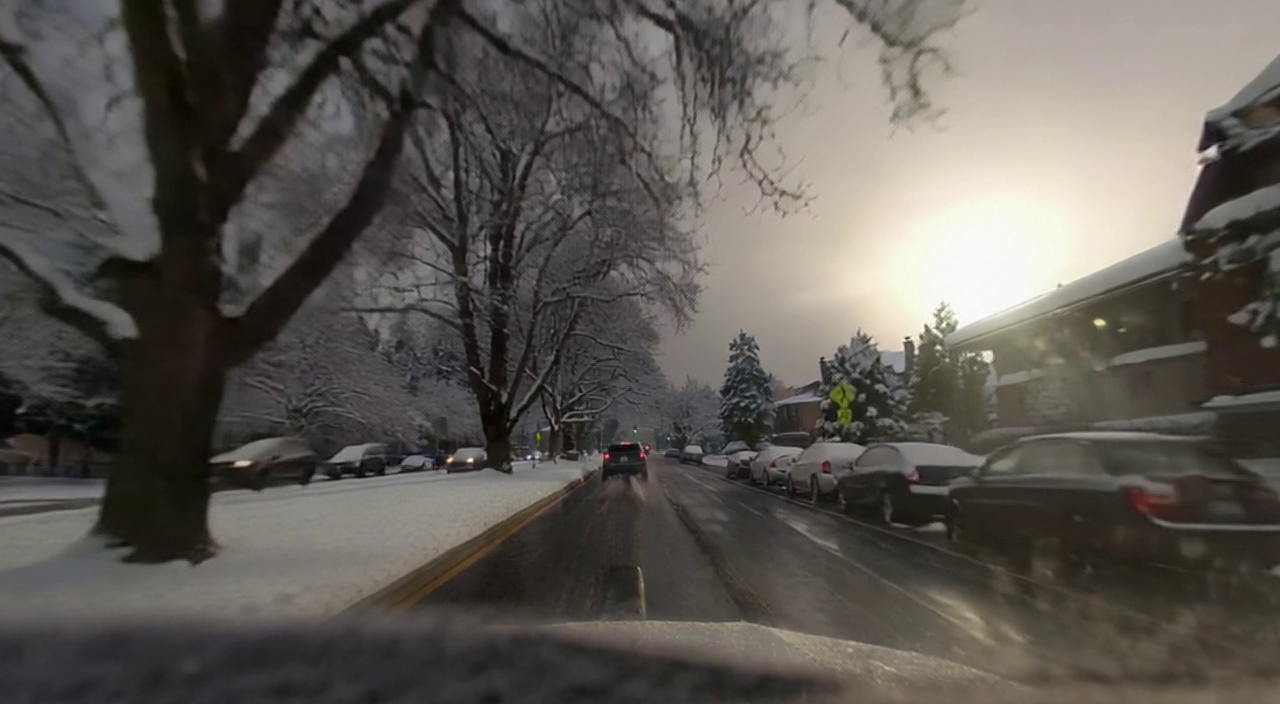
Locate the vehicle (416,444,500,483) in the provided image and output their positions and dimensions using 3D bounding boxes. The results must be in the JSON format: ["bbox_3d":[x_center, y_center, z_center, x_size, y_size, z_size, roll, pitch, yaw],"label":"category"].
[{"bbox_3d":[-7.548,4.673,26.825,2.105,1.474,4.808,0,-8,0],"label":"vehicle"}]

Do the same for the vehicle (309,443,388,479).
[{"bbox_3d":[-15.887,5.950,34.732,2.038,1.813,4.764,0,-9,1],"label":"vehicle"}]

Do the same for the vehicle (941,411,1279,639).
[{"bbox_3d":[5.672,1.714,7.354,2.053,1.799,4.446,0,-8,-1],"label":"vehicle"}]

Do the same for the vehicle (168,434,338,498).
[{"bbox_3d":[-11.924,3.530,20.045,2.020,1.754,5.185,0,-8,1],"label":"vehicle"}]

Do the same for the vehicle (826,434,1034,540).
[{"bbox_3d":[5.536,2.599,12.886,1.996,1.738,4.496,0,-8,-2],"label":"vehicle"}]

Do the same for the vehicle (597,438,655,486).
[{"bbox_3d":[-0.530,4.226,24.615,2.070,1.698,3.925,0,-8,0],"label":"vehicle"}]
